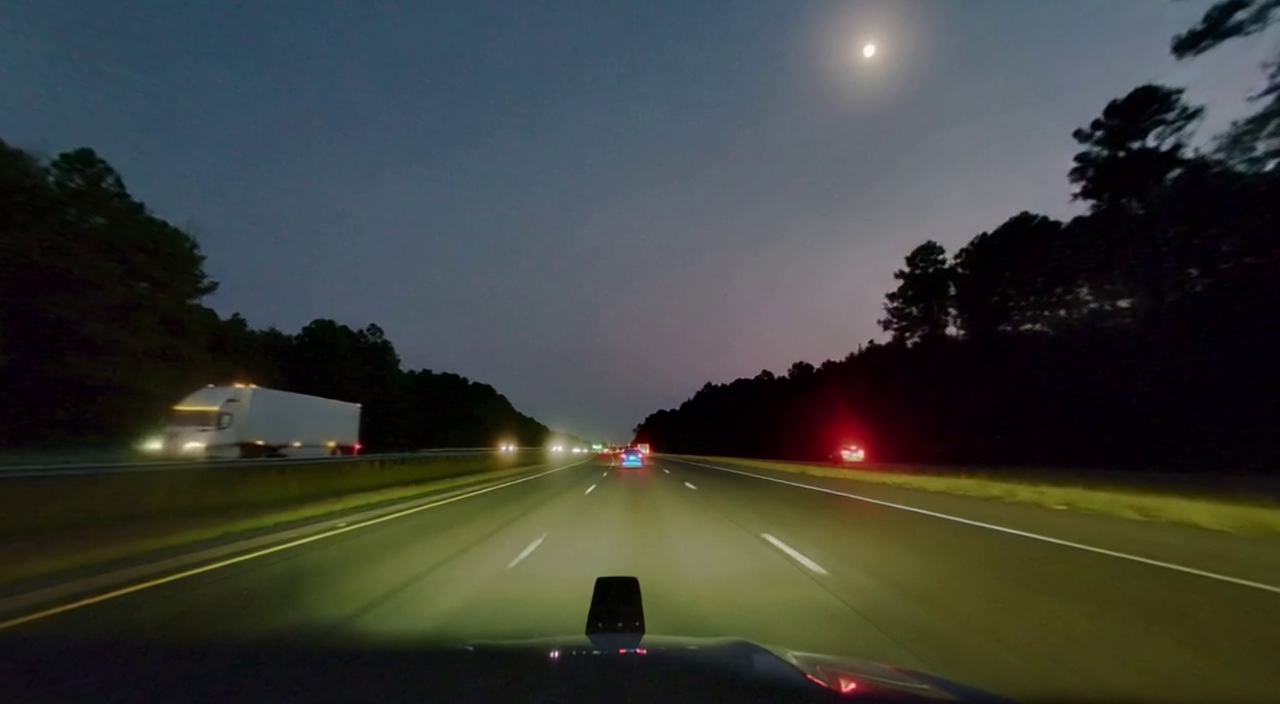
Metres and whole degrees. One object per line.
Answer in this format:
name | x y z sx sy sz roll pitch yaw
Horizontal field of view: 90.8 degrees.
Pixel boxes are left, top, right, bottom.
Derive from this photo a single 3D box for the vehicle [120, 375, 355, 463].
vehicle | -22.662 4.430 38.055 3.487 4.111 16.787 0 -9 -1
